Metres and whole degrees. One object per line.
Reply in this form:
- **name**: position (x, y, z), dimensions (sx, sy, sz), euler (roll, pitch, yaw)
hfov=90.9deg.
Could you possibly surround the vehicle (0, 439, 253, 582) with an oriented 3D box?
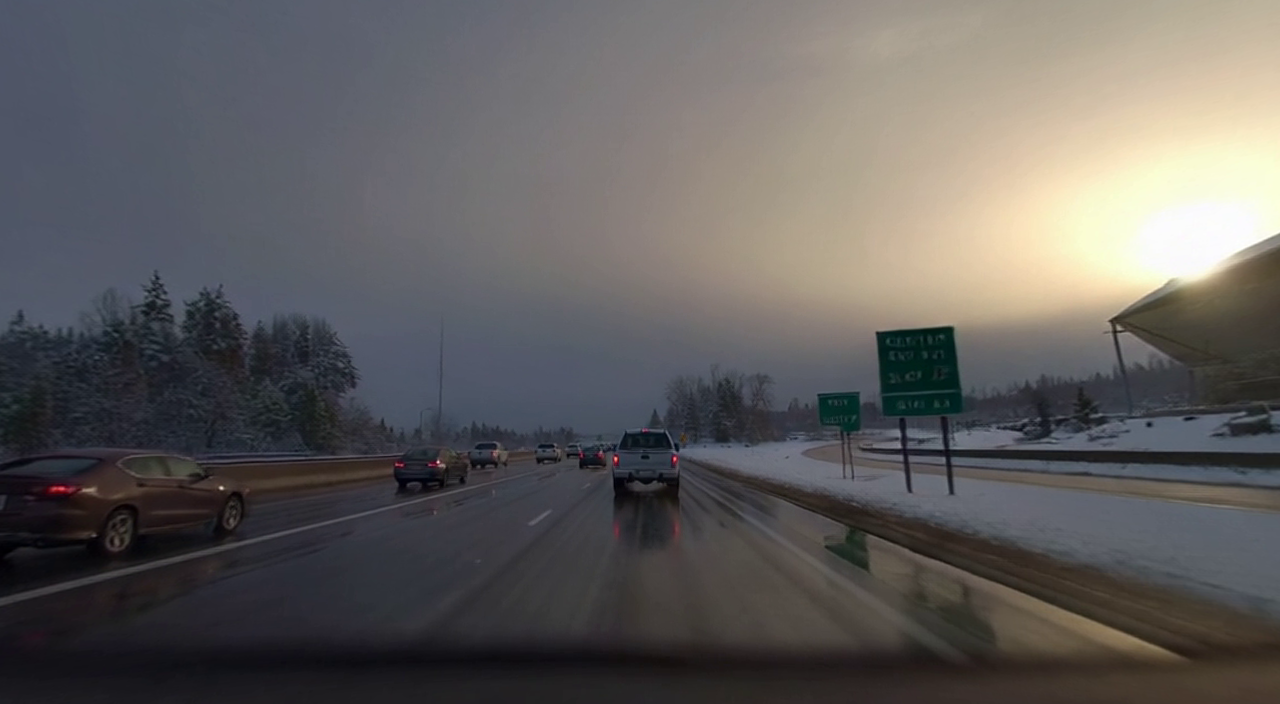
- **vehicle**: position (-7.505, 1.925, 8.447), dimensions (1.864, 1.458, 4.295), euler (0, -9, 0)

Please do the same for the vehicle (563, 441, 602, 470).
- **vehicle**: position (-3.414, 6.256, 38.297), dimensions (1.952, 1.649, 4.131), euler (0, -9, 1)

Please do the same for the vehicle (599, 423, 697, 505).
- **vehicle**: position (0.182, 2.774, 15.948), dimensions (2.152, 1.779, 3.924), euler (0, -9, 0)

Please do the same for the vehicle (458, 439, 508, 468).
- **vehicle**: position (-11.223, 7.291, 45.539), dimensions (2.157, 1.941, 5.544), euler (0, -9, 0)

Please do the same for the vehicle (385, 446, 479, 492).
- **vehicle**: position (-7.267, 4.108, 22.508), dimensions (1.869, 1.466, 4.217), euler (0, -9, 1)

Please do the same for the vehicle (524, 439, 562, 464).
- **vehicle**: position (-7.455, 7.713, 48.963), dimensions (2.106, 1.816, 4.936), euler (0, -9, 0)
